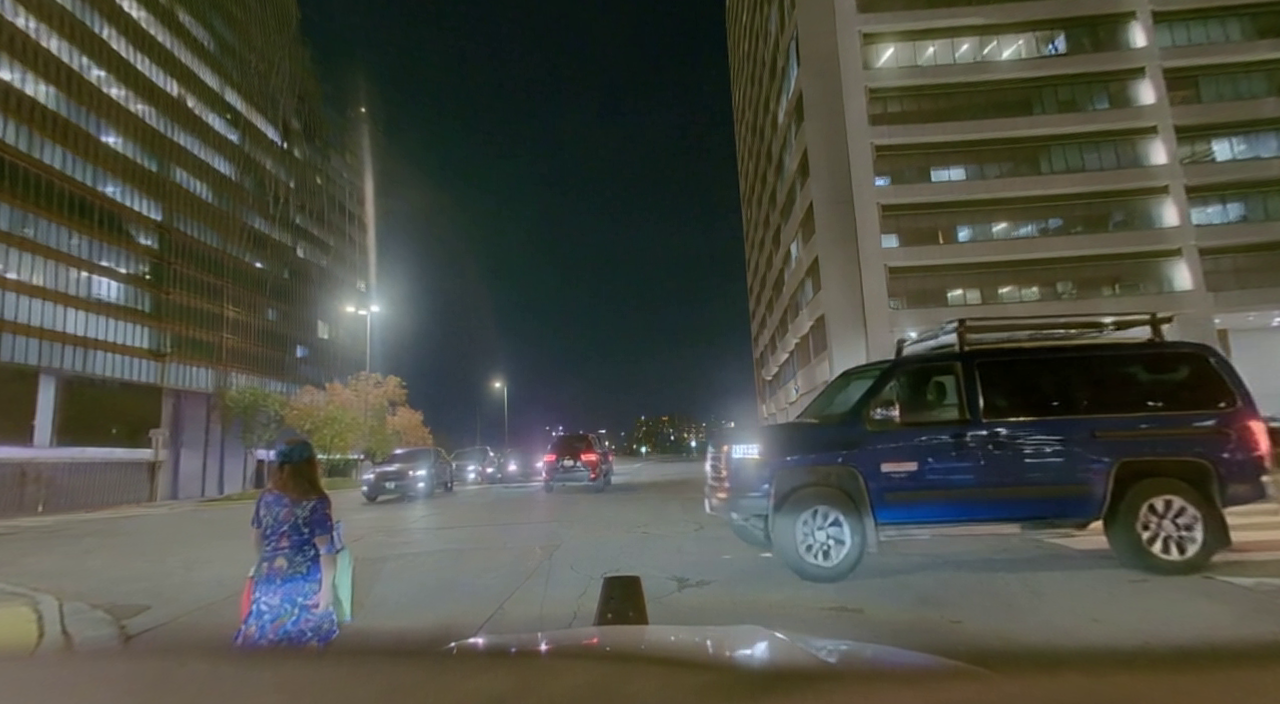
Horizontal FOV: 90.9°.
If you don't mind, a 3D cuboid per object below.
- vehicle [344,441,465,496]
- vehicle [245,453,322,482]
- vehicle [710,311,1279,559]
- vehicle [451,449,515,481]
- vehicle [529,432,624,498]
[{"bbox_3d":[-8.162,4.074,22.438,2.395,1.719,4.549,0,-8,2],"label":"vehicle"},{"bbox_3d":[-19.432,6.293,34.510,3.467,1.456,1.649,4,-9,-24],"label":"vehicle"},{"bbox_3d":[4.532,1.092,8.361,6.932,2.753,2.446,0,-8,2],"label":"vehicle"},{"bbox_3d":[-7.892,5.707,32.182,2.164,1.494,4.235,0,-8,0],"label":"vehicle"},{"bbox_3d":[-1.748,3.324,18.879,2.144,1.733,4.115,-1,-8,4],"label":"vehicle"}]
